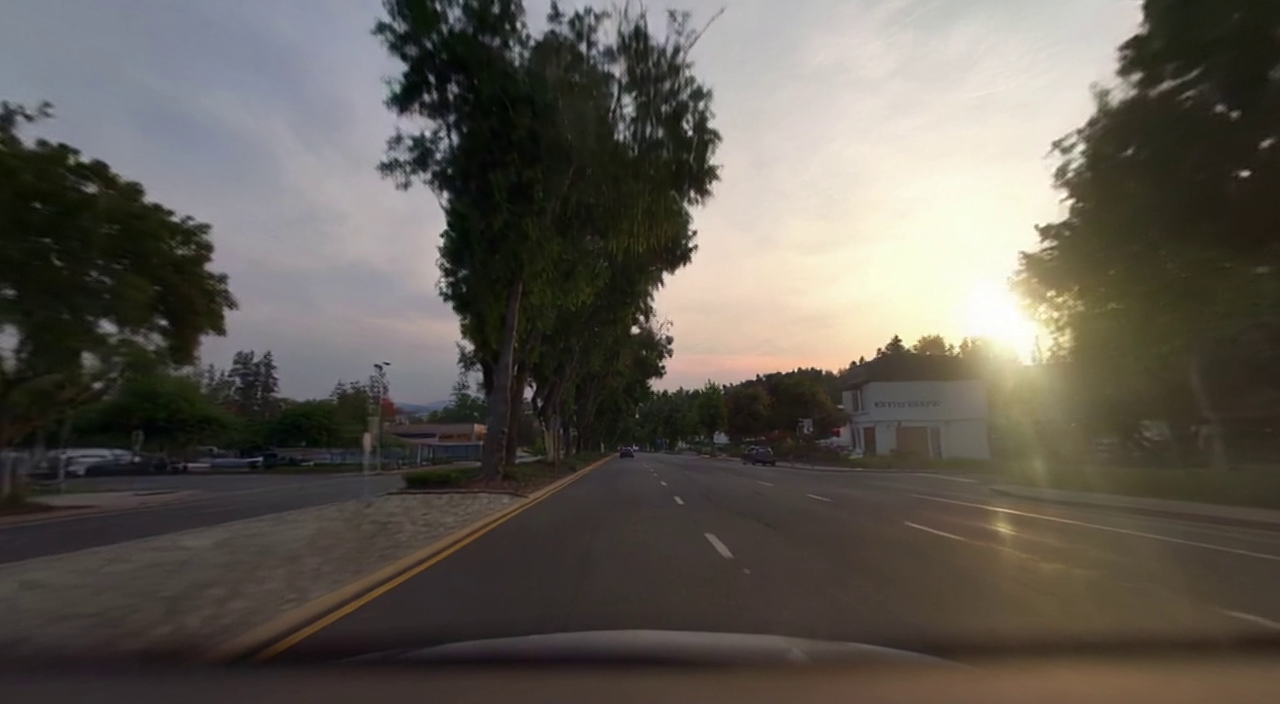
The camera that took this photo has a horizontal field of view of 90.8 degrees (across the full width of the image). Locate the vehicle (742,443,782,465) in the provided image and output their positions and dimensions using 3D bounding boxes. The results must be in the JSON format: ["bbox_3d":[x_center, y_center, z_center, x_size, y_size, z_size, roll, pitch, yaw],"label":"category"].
[{"bbox_3d":[9.313,7.863,48.589,1.981,1.557,4.456,0,-9,-3],"label":"vehicle"}]
